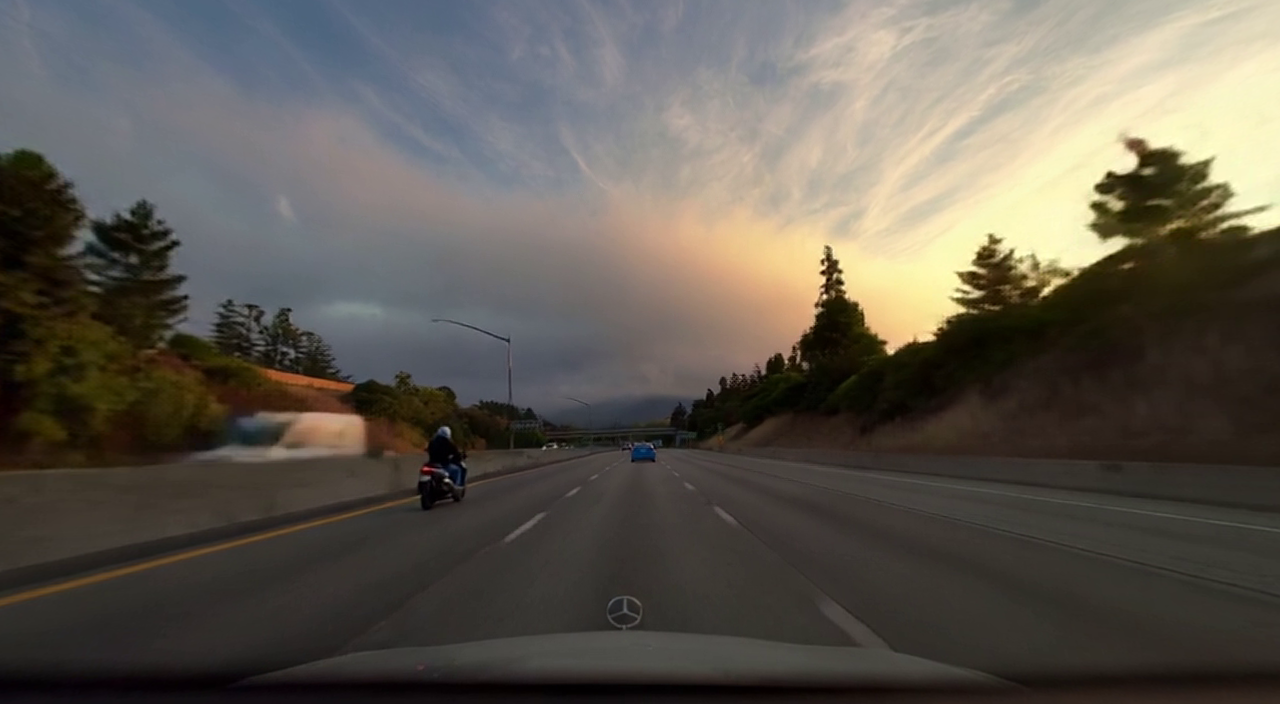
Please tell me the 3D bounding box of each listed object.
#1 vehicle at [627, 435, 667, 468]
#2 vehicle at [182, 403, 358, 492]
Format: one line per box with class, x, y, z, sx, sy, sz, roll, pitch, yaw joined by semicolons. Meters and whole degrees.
vehicle;0.402;5.912;37.422;2.247;1.825;4.036;-1;-9;0
vehicle;-11.917;3.173;21.007;2.274;2.524;5.782;-1;-9;0
